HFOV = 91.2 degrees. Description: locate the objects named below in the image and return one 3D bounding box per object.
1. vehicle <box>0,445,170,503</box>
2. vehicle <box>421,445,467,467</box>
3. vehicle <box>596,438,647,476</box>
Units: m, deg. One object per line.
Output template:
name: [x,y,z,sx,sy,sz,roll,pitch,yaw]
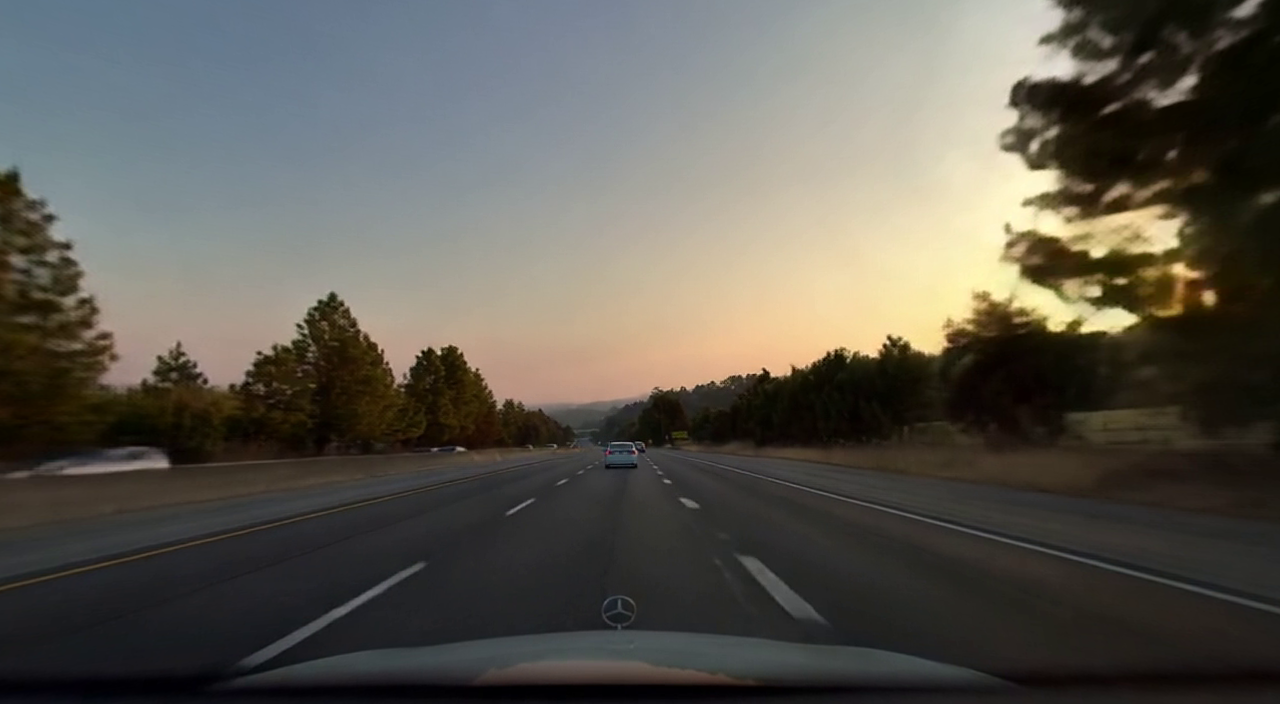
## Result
vehicle: [-17.597,3.797,19.953,1.919,1.589,4.272,0,-9,-1]
vehicle: [-13.962,7.403,44.853,1.882,1.474,4.369,-1,-9,-1]
vehicle: [-0.792,4.603,27.615,2.095,1.537,4.017,0,-9,-1]
